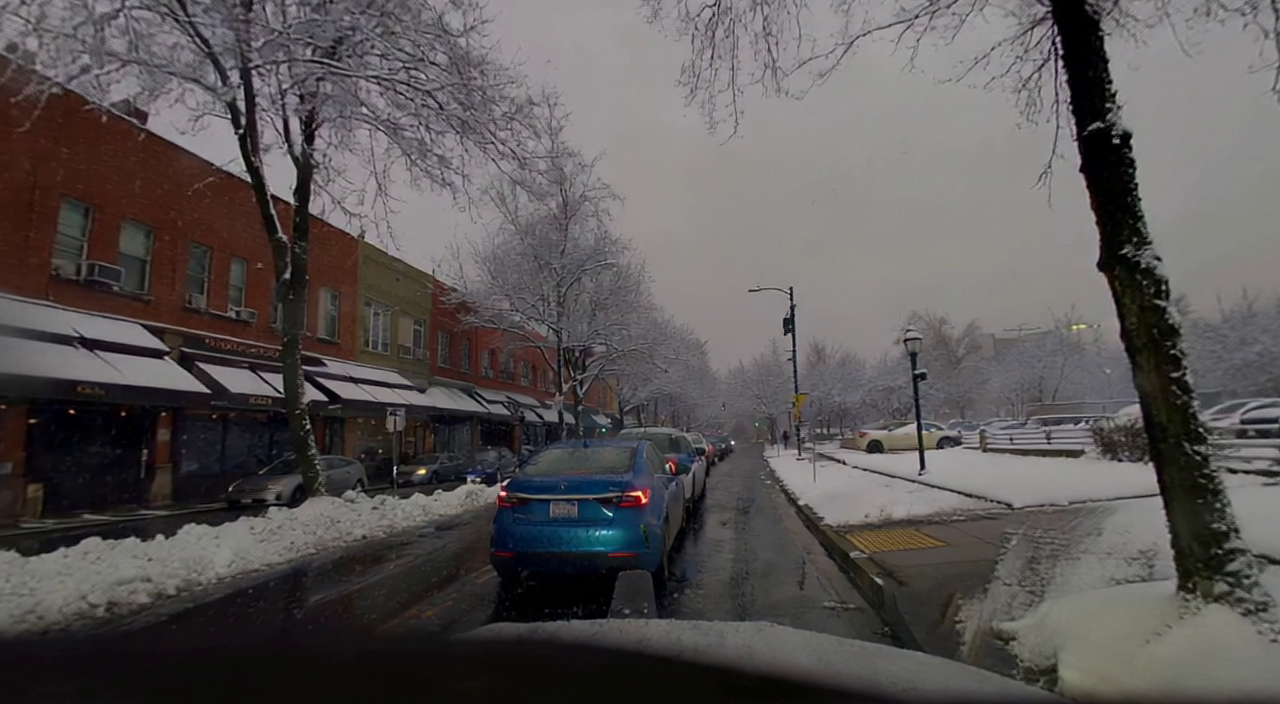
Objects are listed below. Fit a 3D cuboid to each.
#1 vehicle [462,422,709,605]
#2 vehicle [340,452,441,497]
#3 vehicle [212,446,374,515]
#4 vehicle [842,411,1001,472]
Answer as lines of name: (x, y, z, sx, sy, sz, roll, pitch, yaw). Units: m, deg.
vehicle: (-0.274, 1.632, 7.295, 1.939, 1.478, 3.922, -1, -8, 9)
vehicle: (-10.262, 5.028, 26.271, 1.826, 1.432, 4.556, -7, -9, 8)
vehicle: (-11.010, 4.064, 20.580, 2.081, 1.718, 5.342, -6, -9, 3)
vehicle: (9.023, 2.830, 20.225, 4.558, 1.528, 1.915, -1, -7, -23)
